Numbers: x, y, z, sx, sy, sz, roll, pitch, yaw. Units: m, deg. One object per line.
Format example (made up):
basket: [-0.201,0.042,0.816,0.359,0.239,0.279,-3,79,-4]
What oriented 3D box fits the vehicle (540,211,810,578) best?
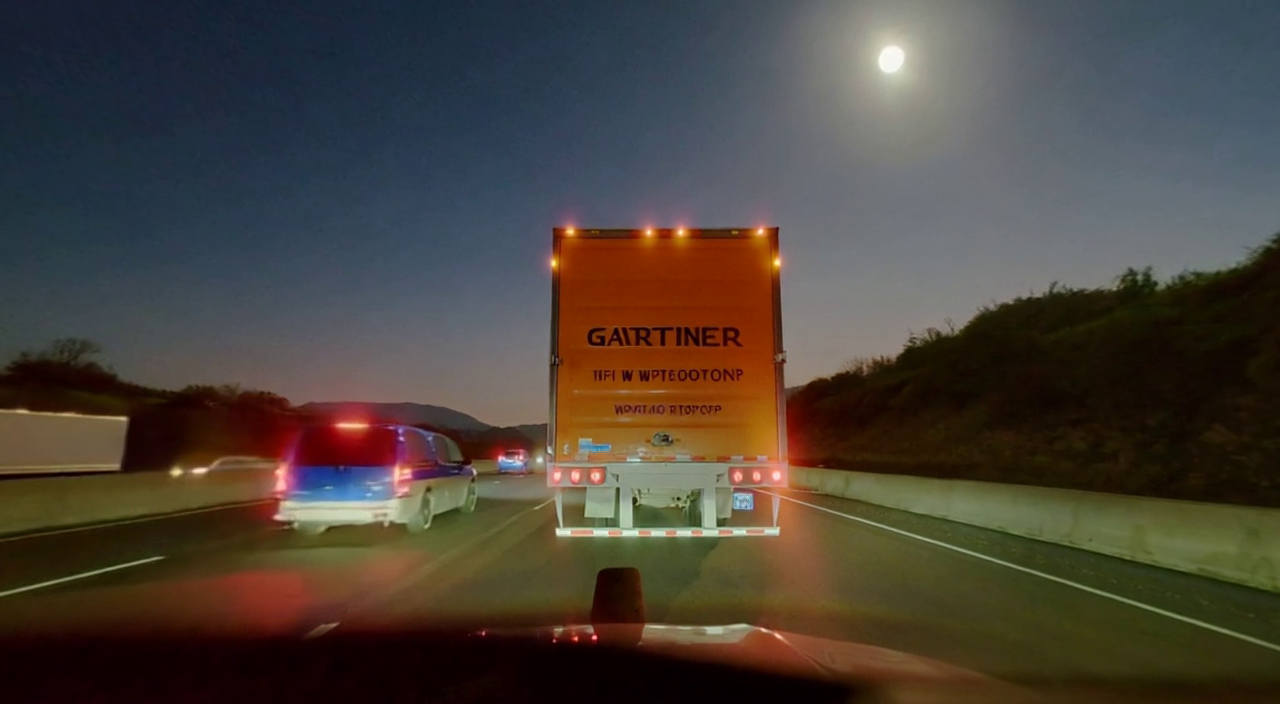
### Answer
vehicle: [0.479,1.216,12.193,2.853,4.054,10.557,0,-9,1]

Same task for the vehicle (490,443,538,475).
vehicle: [-8.613,7.376,43.652,2.174,2.059,5.314,0,-9,0]

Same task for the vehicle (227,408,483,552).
vehicle: [-4.631,2.193,11.417,2.293,2.015,4.915,0,-9,0]

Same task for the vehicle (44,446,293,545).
vehicle: [-8.207,2.482,11.454,1.828,1.502,3.385,0,-9,1]
